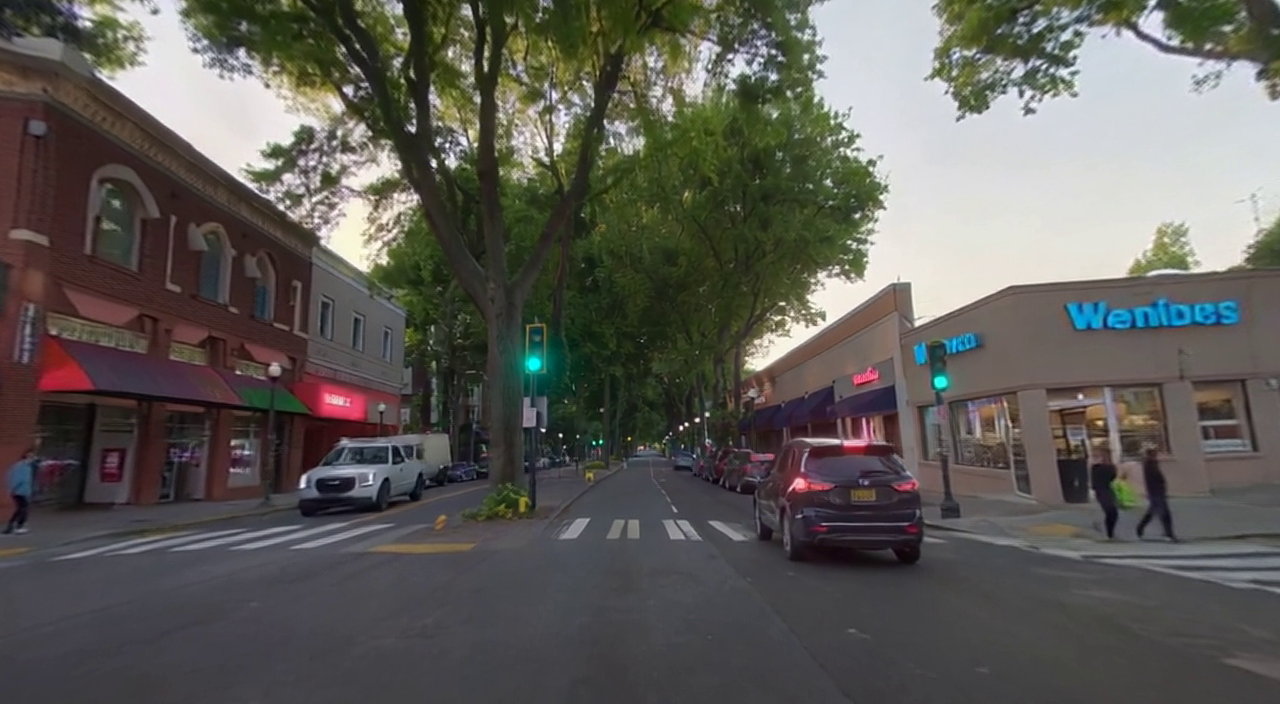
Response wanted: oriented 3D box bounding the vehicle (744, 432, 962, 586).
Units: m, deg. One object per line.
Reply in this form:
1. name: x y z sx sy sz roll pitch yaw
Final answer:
1. vehicle: 2.573 1.930 8.388 1.822 1.654 2.794 0 -8 -1

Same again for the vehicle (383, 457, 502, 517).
1. vehicle: -5.668 3.920 18.839 1.983 1.438 4.559 0 -8 1

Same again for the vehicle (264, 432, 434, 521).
1. vehicle: -8.693 3.744 19.778 2.489 2.323 5.843 0 -8 0
